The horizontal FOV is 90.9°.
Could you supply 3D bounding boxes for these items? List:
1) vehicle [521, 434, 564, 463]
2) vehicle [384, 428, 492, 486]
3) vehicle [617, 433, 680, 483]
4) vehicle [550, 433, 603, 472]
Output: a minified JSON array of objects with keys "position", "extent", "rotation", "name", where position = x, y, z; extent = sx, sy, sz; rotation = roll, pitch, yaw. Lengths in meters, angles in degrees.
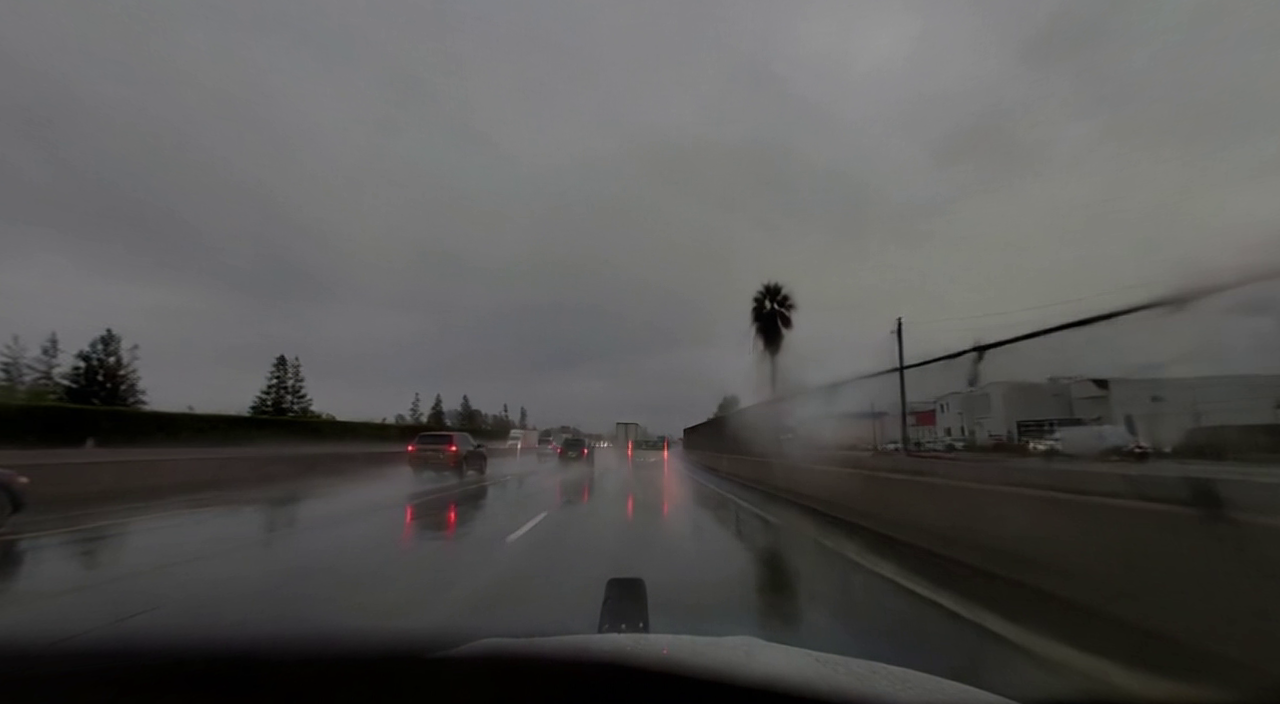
[{"position":[-6.842,6.822,44.681],"extent":[2.085,1.932,4.967],"rotation":[-1,-8,2],"name":"vehicle"},{"position":[-6.874,3.622,22.084],"extent":[2.105,1.790,4.689],"rotation":[0,-8,2],"name":"vehicle"},{"position":[0.293,3.881,23.429],"extent":[2.136,1.678,4.052],"rotation":[0,-8,0],"name":"vehicle"},{"position":[-3.154,5.103,32.177],"extent":[2.108,1.832,4.549],"rotation":[0,-8,1],"name":"vehicle"}]
